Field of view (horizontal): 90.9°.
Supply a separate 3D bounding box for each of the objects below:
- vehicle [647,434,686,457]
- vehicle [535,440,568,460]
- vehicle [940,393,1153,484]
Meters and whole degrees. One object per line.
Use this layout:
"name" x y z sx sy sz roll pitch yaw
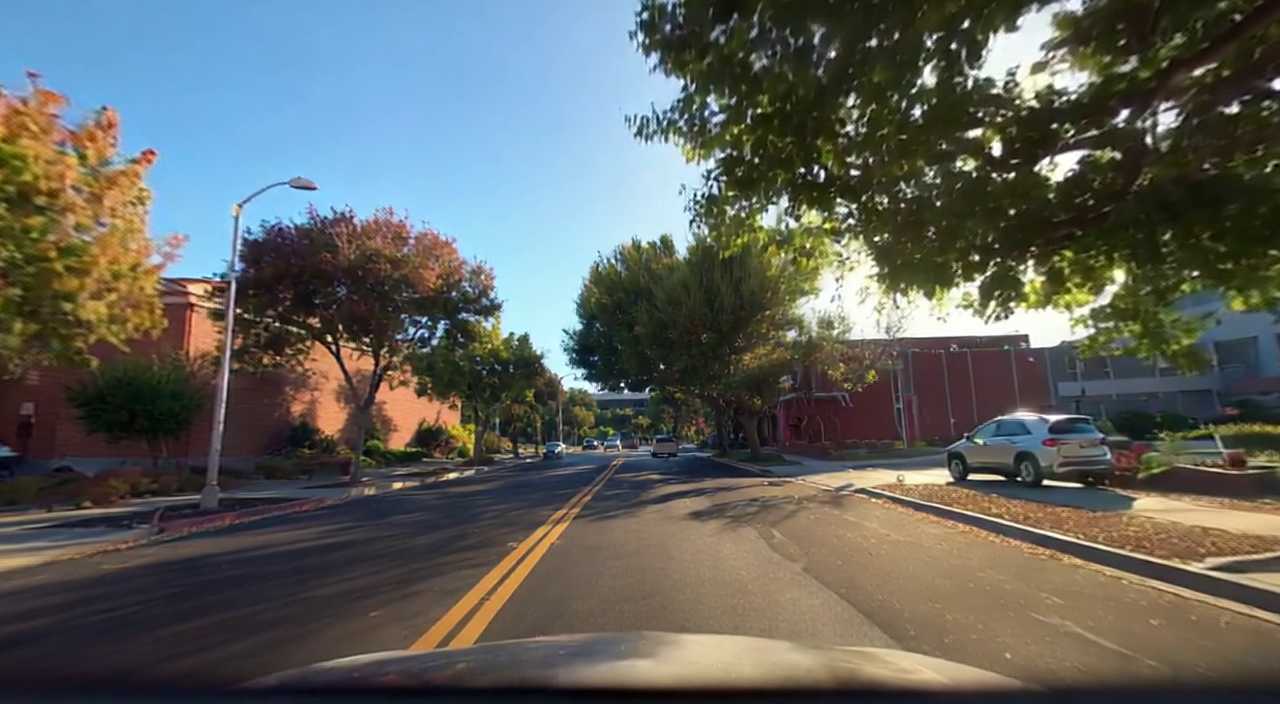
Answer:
"vehicle" 2.011 7.310 49.539 2.097 1.740 4.277 1 -8 -12
"vehicle" -6.784 7.579 48.815 1.930 1.463 4.195 0 -8 0
"vehicle" 9.413 2.143 15.236 2.018 1.840 4.662 1 -9 0
